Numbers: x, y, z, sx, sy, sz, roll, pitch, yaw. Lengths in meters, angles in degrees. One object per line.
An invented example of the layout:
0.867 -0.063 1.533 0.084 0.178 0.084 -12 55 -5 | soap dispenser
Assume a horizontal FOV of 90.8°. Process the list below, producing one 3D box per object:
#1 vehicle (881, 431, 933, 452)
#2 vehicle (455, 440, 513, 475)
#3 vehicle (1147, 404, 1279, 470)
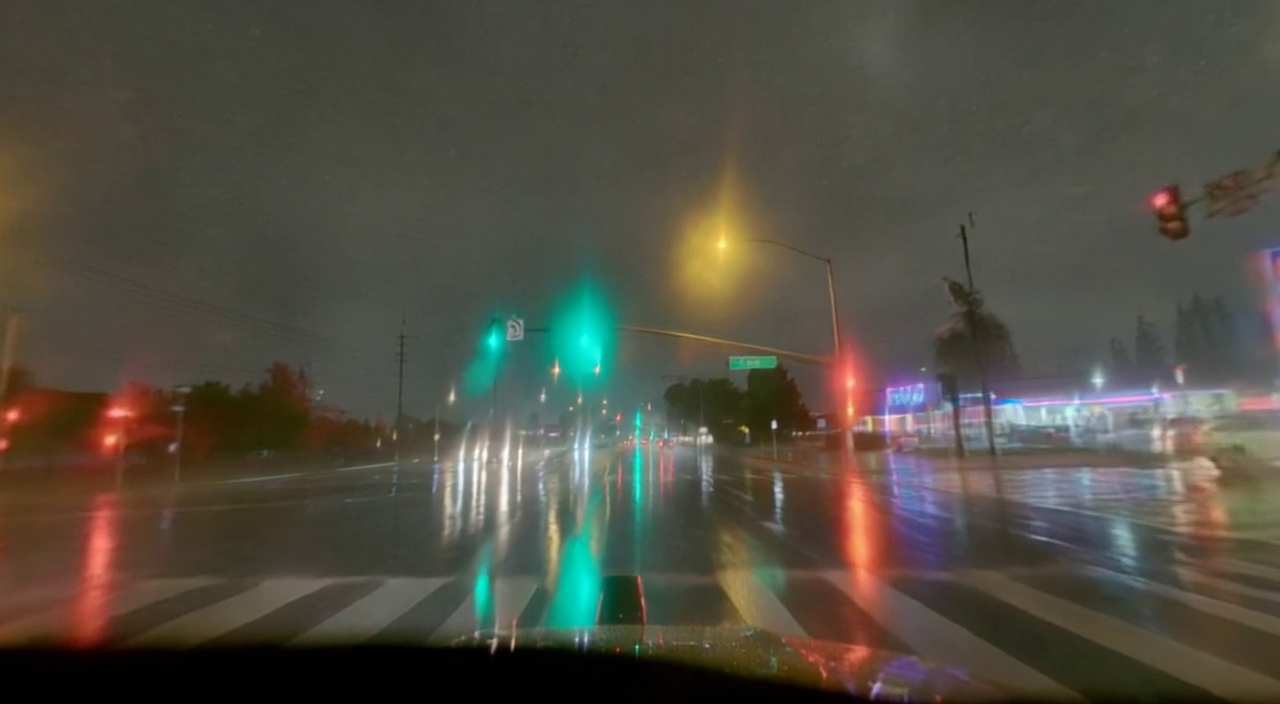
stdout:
20.228 6.800 47.725 2.094 1.488 4.433 -8 -12 43 | vehicle
-8.517 5.757 34.957 1.946 1.710 5.044 -1 -8 0 | vehicle
16.466 2.209 16.386 4.727 1.585 2.066 -1 -8 2 | vehicle
